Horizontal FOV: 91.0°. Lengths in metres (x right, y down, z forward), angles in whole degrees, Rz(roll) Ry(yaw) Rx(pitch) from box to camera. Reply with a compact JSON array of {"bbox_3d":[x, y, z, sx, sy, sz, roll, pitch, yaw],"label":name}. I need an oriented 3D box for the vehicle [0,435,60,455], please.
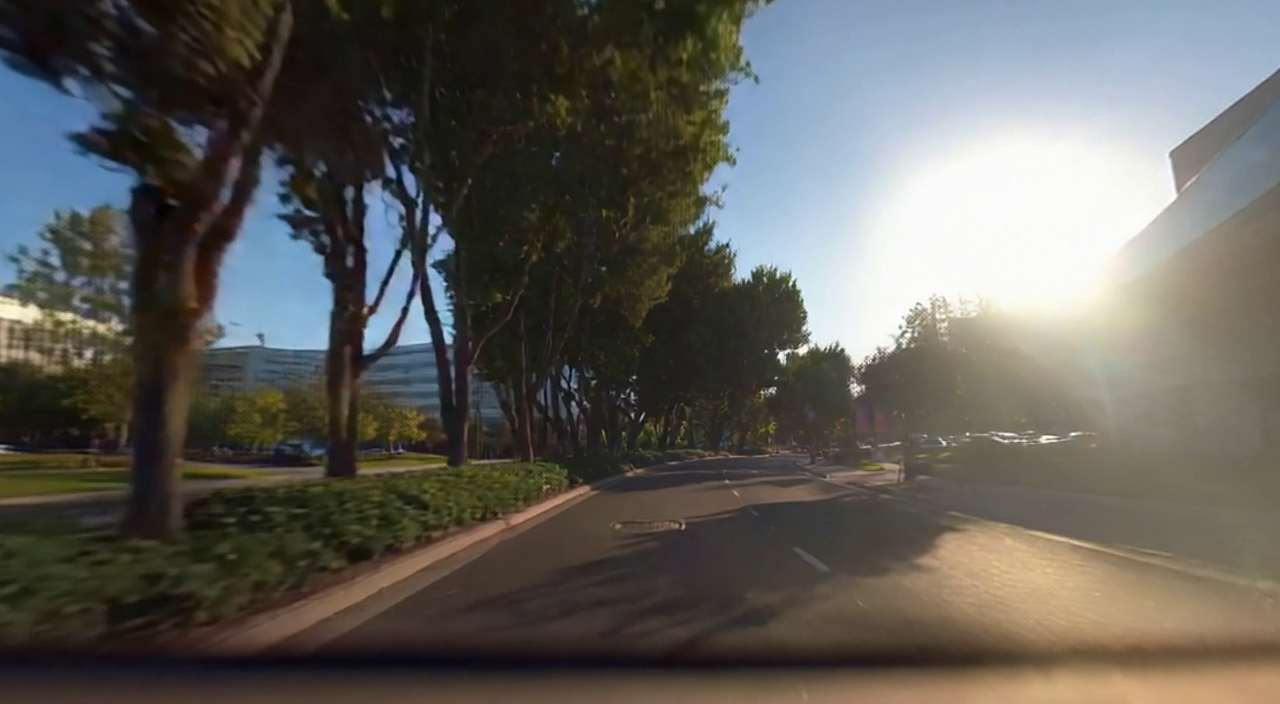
[{"bbox_3d":[-44.992,6.755,45.799,3.683,1.426,1.810,0,-9,-2],"label":"vehicle"}]
